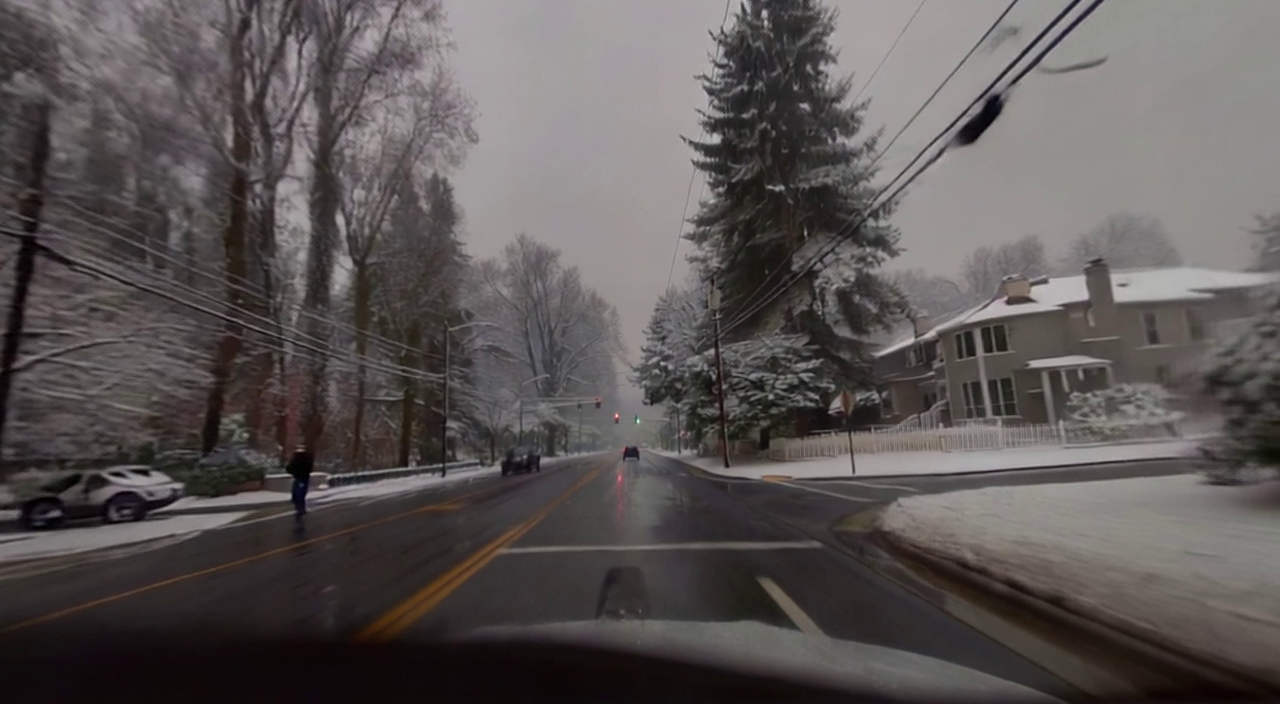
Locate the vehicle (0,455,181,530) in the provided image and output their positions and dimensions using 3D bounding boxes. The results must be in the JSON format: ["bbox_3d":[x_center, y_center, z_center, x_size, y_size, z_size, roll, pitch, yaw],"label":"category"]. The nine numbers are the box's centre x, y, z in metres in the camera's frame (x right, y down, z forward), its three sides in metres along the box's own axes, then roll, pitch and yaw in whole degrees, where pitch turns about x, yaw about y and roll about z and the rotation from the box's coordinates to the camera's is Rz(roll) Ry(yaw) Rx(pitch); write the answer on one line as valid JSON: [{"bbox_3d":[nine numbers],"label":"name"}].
[{"bbox_3d":[-16.079,3.911,17.748,2.043,1.803,4.631,-12,-13,37],"label":"vehicle"}]

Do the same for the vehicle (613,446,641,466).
[{"bbox_3d":[-1.000,8.134,49.722,2.104,1.500,3.815,0,-9,-1],"label":"vehicle"}]
